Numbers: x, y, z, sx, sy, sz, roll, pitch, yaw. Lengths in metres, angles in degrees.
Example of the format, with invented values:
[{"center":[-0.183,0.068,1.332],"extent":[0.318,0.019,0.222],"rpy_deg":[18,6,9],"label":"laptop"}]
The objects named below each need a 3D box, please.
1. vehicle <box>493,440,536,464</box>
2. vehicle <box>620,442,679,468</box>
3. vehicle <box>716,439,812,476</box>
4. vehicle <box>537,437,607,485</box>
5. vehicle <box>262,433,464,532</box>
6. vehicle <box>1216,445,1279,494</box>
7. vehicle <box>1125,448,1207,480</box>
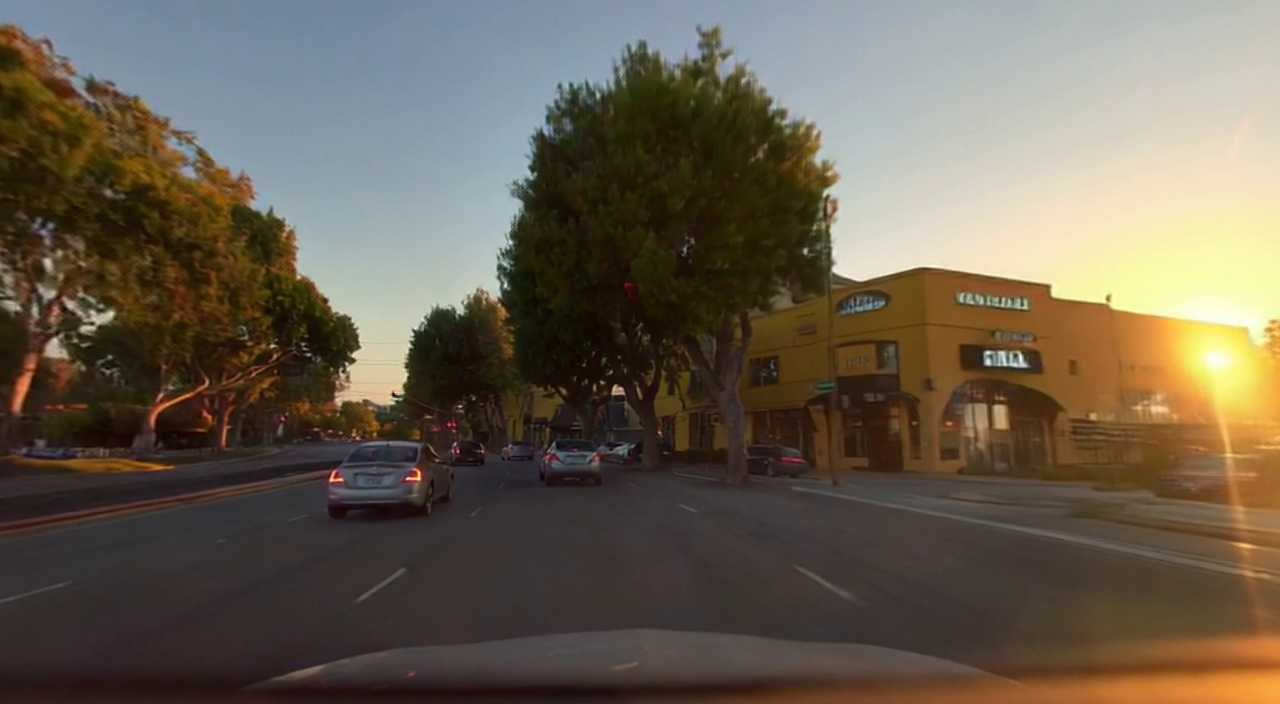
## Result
[{"center":[-8.027,6.316,40.008],"extent":[1.920,1.416,4.310],"rpy_deg":[3,-9,-22],"label":"vehicle"},{"center":[0.545,6.597,40.423],"extent":[1.952,1.547,4.091],"rpy_deg":[5,-9,-31],"label":"vehicle"},{"center":[6.147,5.277,31.811],"extent":[2.095,1.697,4.801],"rpy_deg":[4,-9,-30],"label":"vehicle"},{"center":[-2.459,3.705,21.879],"extent":[2.001,1.483,4.442],"rpy_deg":[1,-8,-11],"label":"vehicle"},{"center":[-4.933,2.344,12.148],"extent":[2.105,1.477,4.857],"rpy_deg":[1,-8,-6],"label":"vehicle"},{"center":[23.604,4.293,23.339],"extent":[4.486,1.658,2.031],"rpy_deg":[5,-10,-32],"label":"vehicle"},{"center":[27.246,5.750,32.580],"extent":[4.378,1.445,2.084],"rpy_deg":[5,-10,-35],"label":"vehicle"}]
